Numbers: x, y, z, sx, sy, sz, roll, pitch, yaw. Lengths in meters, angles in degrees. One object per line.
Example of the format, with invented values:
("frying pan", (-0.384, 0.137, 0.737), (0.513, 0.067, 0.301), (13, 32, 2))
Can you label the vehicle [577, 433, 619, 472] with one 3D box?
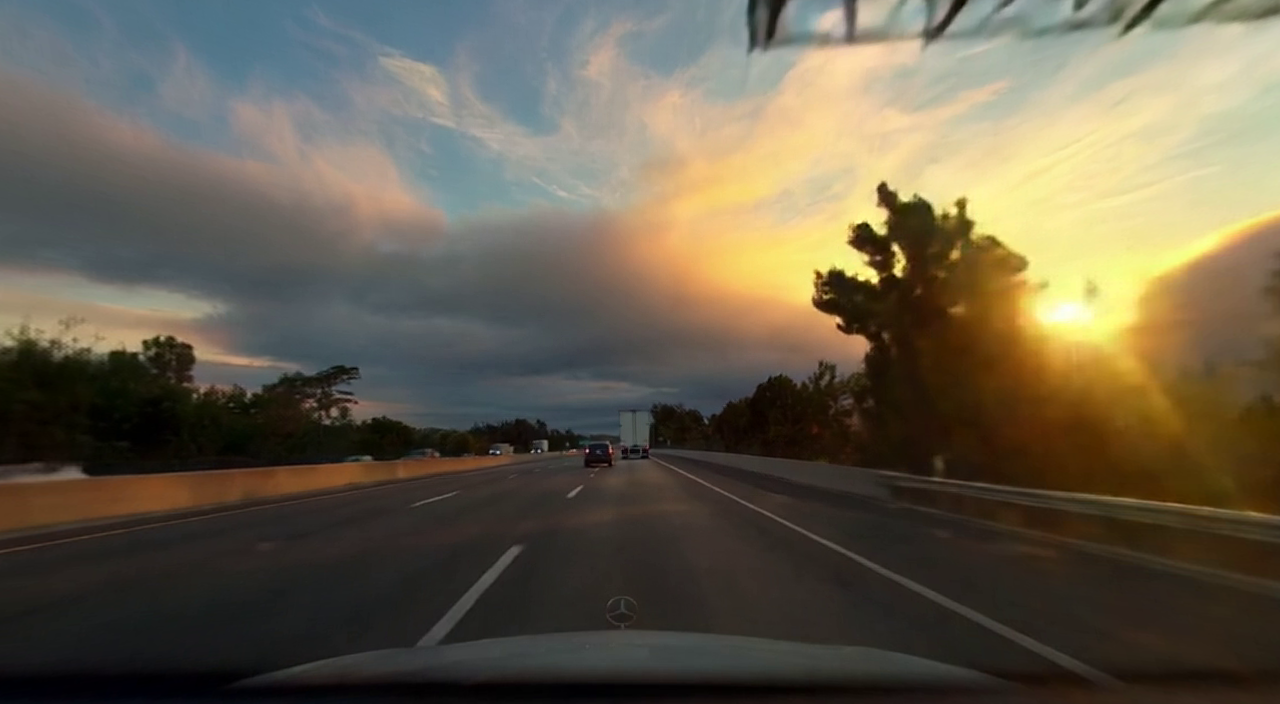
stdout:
("vehicle", (-2.332, 5.466, 34.350), (2.139, 1.925, 4.312), (0, -9, -5))
